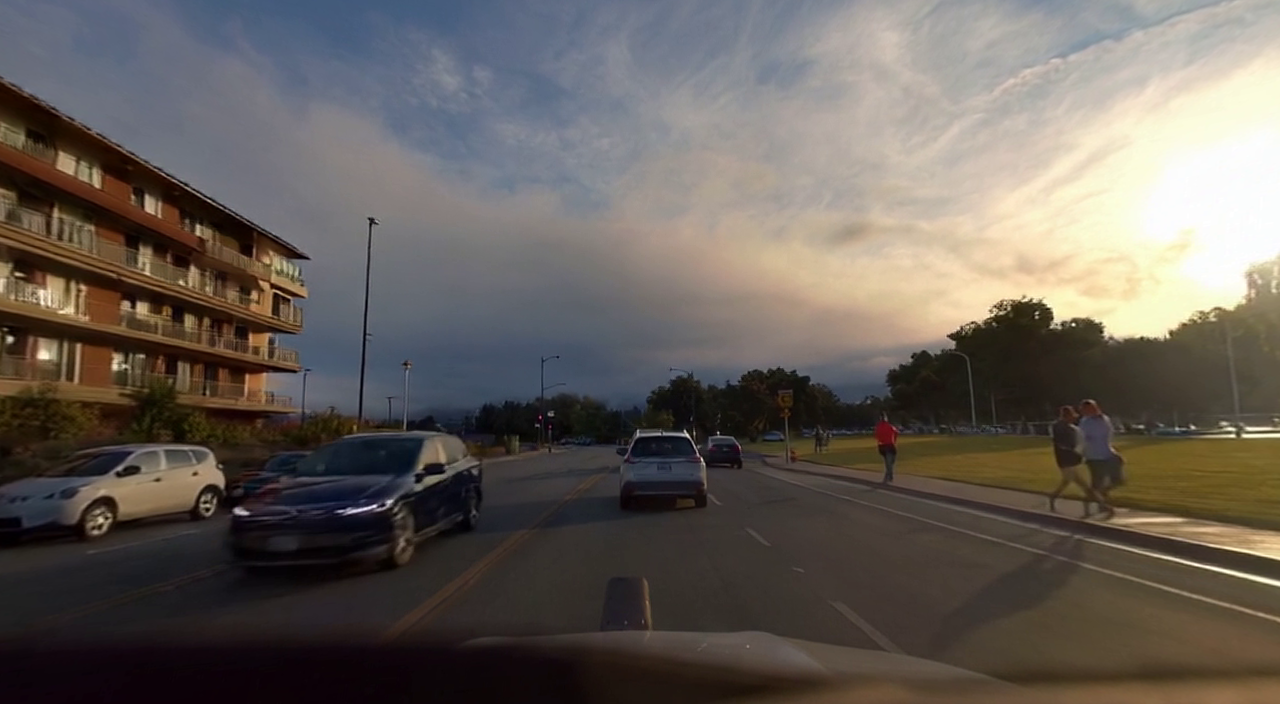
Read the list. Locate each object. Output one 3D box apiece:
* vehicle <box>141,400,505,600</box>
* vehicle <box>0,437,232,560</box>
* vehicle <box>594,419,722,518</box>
[{"bbox_3d":[-3.225,1.606,7.733,2.086,1.702,4.451,-1,-8,1],"label":"vehicle"},{"bbox_3d":[-10.404,2.596,12.098,1.940,1.816,4.721,-1,-7,0],"label":"vehicle"},{"bbox_3d":[0.274,2.221,12.465,2.132,1.632,3.838,0,-8,-1],"label":"vehicle"}]
